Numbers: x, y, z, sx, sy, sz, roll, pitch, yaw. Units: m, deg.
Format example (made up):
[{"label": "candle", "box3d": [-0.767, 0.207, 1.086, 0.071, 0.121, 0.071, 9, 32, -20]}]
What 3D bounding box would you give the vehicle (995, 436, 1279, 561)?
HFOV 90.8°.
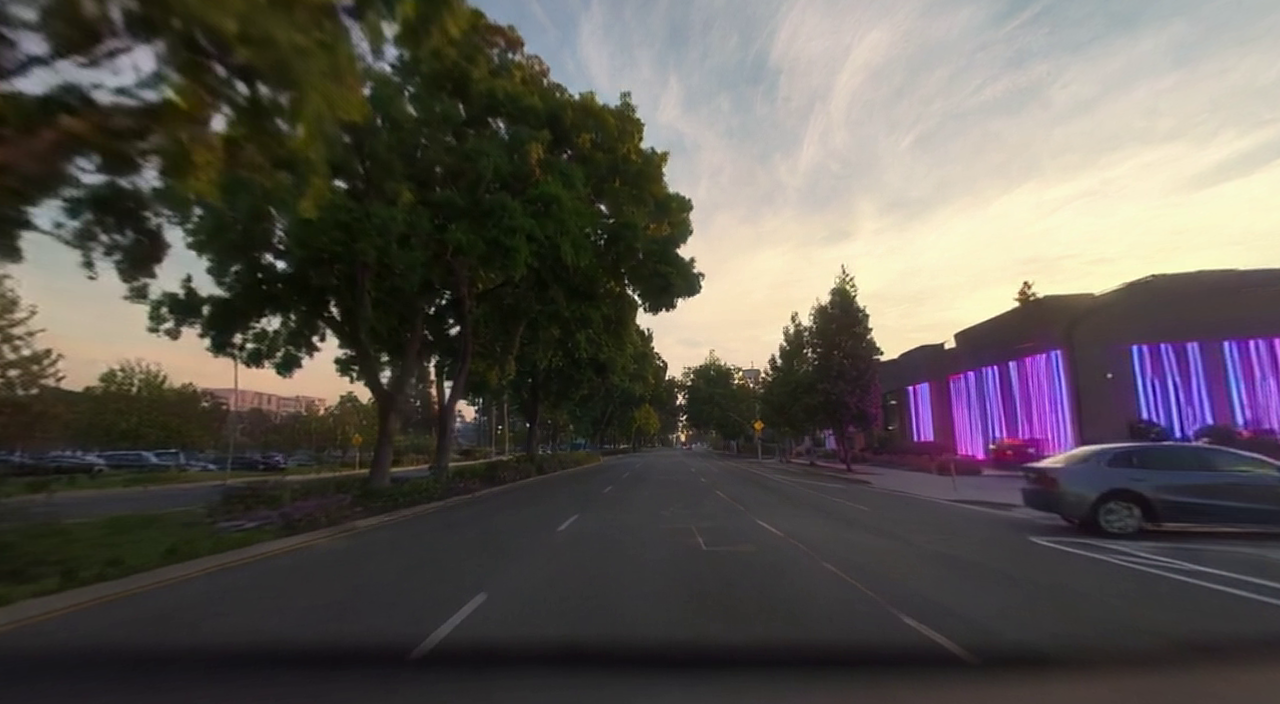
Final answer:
[{"label": "vehicle", "box3d": [7.764, 1.943, 8.802, 4.733, 1.499, 2.000, -4, -9, 26]}]
